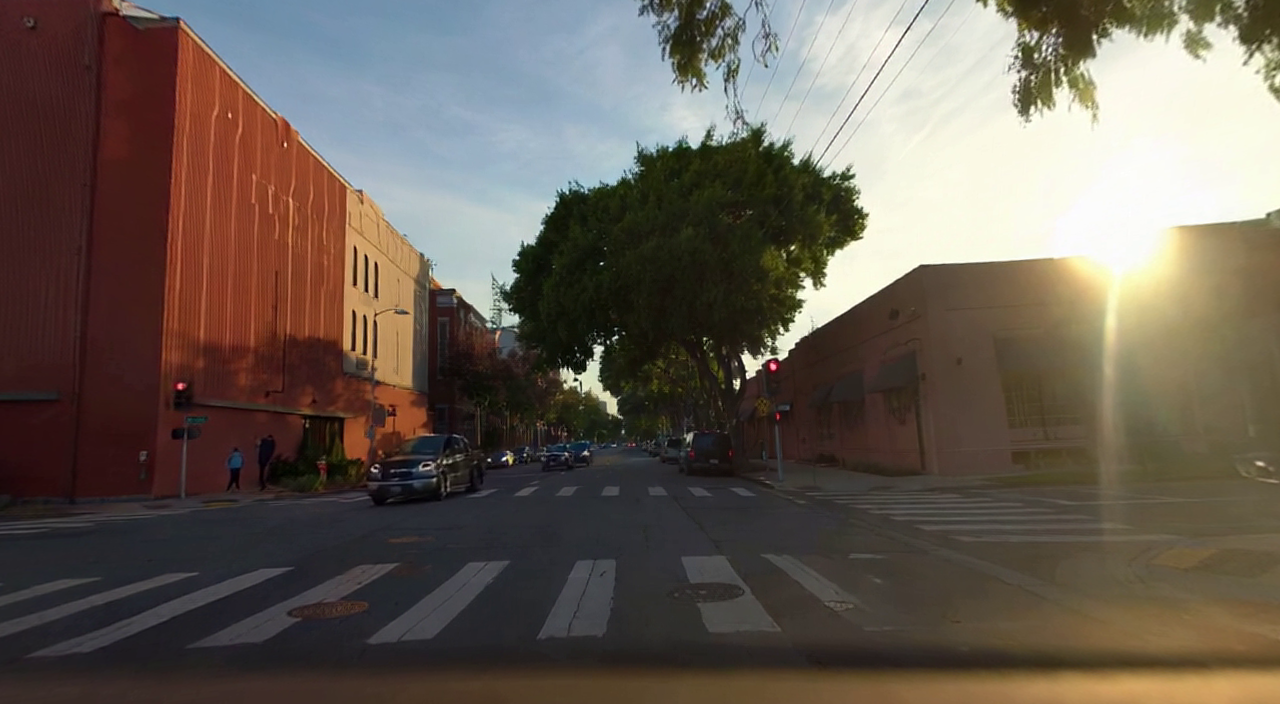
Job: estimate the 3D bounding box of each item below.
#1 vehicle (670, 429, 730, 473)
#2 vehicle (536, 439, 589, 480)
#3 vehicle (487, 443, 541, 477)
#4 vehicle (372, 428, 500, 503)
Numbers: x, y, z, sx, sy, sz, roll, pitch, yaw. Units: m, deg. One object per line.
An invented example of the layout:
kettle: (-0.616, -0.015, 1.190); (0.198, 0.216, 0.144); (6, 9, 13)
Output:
vehicle: (3.100, 5.314, 34.041); (2.557, 2.188, 5.164); (0, -8, -2)
vehicle: (-3.258, 4.571, 27.189); (2.033, 1.596, 4.142); (1, -8, -4)
vehicle: (-6.189, 5.345, 31.409); (1.979, 1.560, 3.928); (0, -8, -1)
vehicle: (-5.772, 3.269, 18.641); (2.242, 1.887, 4.924); (0, -8, -2)
